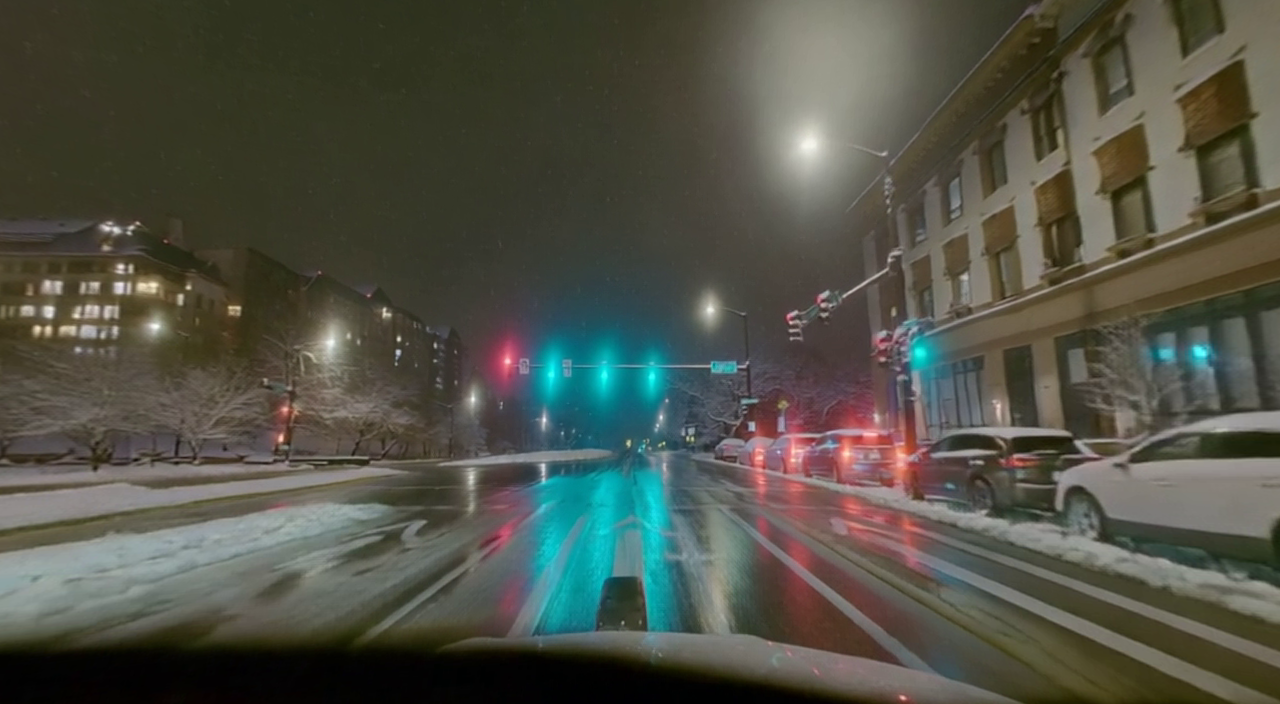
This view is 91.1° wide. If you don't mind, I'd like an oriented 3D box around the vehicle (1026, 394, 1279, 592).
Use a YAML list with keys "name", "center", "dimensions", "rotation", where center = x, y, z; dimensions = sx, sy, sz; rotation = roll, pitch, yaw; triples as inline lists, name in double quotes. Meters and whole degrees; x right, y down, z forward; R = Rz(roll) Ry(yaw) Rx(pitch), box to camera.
- name: "vehicle"
  center: [6.661, 1.406, 6.574]
  dimensions: [1.978, 1.728, 5.129]
  rotation: [0, -9, 0]

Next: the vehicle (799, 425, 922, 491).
- name: "vehicle"
  center: [6.585, 3.240, 19.442]
  dimensions: [1.984, 1.751, 4.759]
  rotation: [0, -9, -1]
